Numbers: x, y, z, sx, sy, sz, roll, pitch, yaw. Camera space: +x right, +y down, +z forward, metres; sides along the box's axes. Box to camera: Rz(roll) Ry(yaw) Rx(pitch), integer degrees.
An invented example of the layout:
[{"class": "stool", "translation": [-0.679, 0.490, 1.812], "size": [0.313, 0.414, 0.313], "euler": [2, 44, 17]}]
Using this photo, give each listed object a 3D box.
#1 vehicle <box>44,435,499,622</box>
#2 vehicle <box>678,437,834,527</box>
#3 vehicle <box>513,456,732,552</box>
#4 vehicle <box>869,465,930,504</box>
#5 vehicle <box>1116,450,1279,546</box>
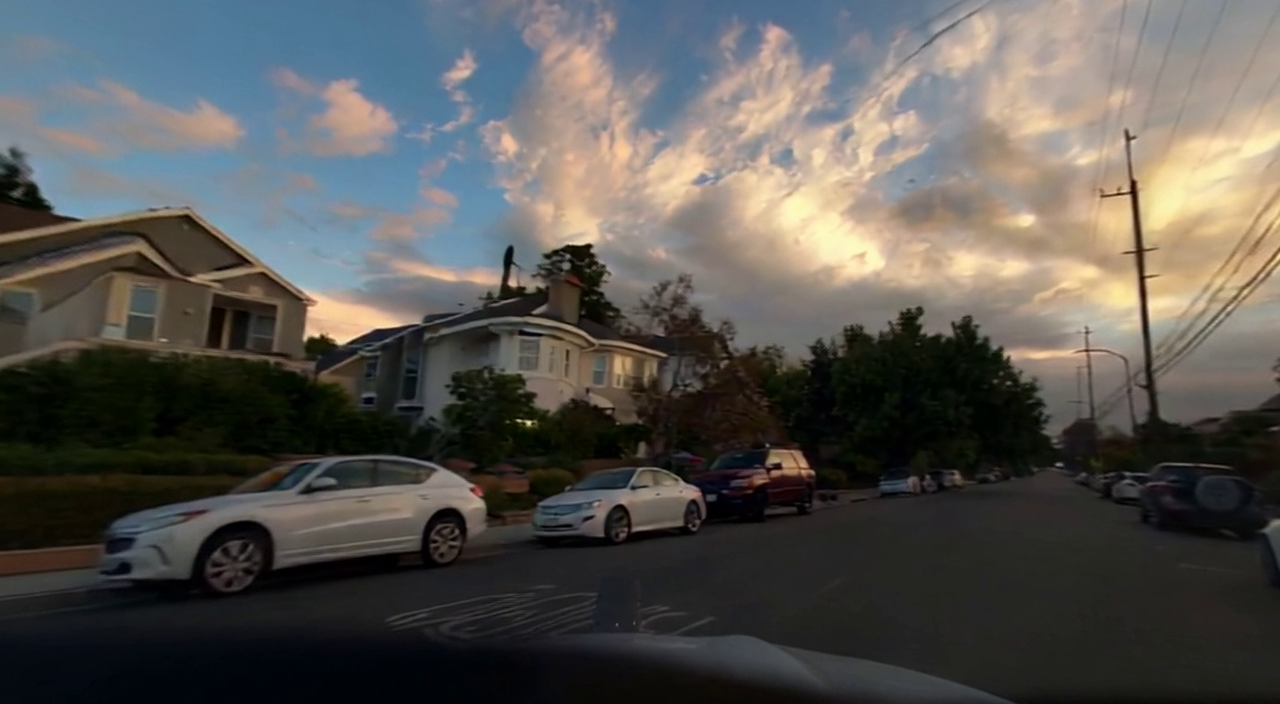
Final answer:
[{"class": "vehicle", "translation": [-3.671, 1.798, 7.060], "size": [1.754, 1.437, 3.885], "euler": [-7, -14, 33]}, {"class": "vehicle", "translation": [3.226, 3.442, 16.850], "size": [2.194, 1.995, 4.814], "euler": [-9, -14, 34]}, {"class": "vehicle", "translation": [-0.111, 2.772, 11.951], "size": [1.823, 1.427, 4.407], "euler": [-8, -14, 34]}, {"class": "vehicle", "translation": [13.303, 6.688, 32.215], "size": [1.971, 1.648, 4.638], "euler": [-5, -10, 32]}, {"class": "vehicle", "translation": [15.027, 3.742, 17.158], "size": [2.547, 2.075, 5.693], "euler": [-5, -10, 30]}]
